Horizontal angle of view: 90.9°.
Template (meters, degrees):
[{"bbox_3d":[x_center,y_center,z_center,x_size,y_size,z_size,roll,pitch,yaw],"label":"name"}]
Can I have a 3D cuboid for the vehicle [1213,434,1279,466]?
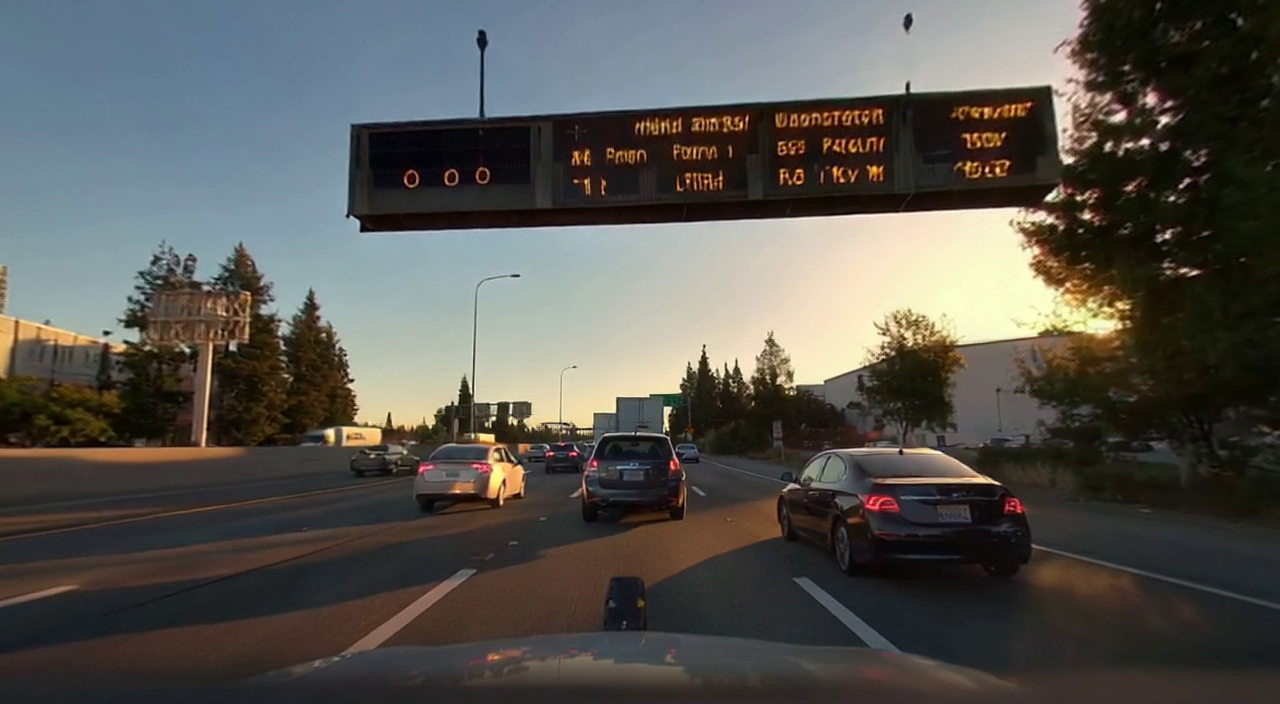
[{"bbox_3d":[31.796,4.868,31.412,1.805,1.536,4.325,3,-9,-18],"label":"vehicle"}]

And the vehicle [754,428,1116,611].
[{"bbox_3d":[2.838,1.715,7.474,2.018,1.470,4.491,0,-9,-1],"label":"vehicle"}]

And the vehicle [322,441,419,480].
[{"bbox_3d":[-11.116,4.499,26.474,1.930,1.485,4.765,0,-9,1],"label":"vehicle"}]

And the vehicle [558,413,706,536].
[{"bbox_3d":[-0.127,2.093,11.268,2.152,1.779,3.924,0,-9,0],"label":"vehicle"}]

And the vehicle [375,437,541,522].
[{"bbox_3d":[-3.534,2.574,13.296,2.132,1.464,4.481,0,-9,1],"label":"vehicle"}]
